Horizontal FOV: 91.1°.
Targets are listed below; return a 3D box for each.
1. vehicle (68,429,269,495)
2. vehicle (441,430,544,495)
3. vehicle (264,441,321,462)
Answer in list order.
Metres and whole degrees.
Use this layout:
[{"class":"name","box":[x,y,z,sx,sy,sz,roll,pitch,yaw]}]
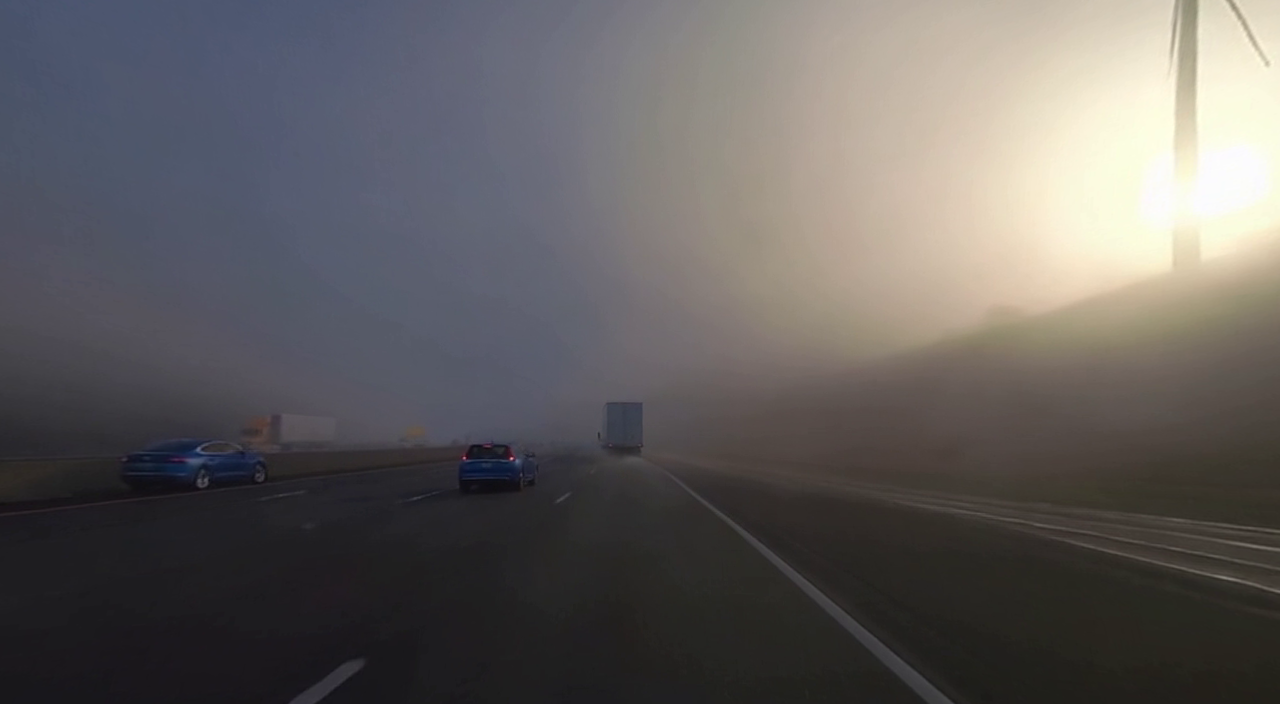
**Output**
[{"class":"vehicle","box":[-15.013,3.515,20.607,2.285,1.835,5.672,0,-8,-1]},{"class":"vehicle","box":[-4.166,3.191,18.427,2.109,1.684,3.783,0,-8,-1]},{"class":"vehicle","box":[-26.369,7.560,47.803,1.979,1.475,4.452,0,-8,-3]}]
